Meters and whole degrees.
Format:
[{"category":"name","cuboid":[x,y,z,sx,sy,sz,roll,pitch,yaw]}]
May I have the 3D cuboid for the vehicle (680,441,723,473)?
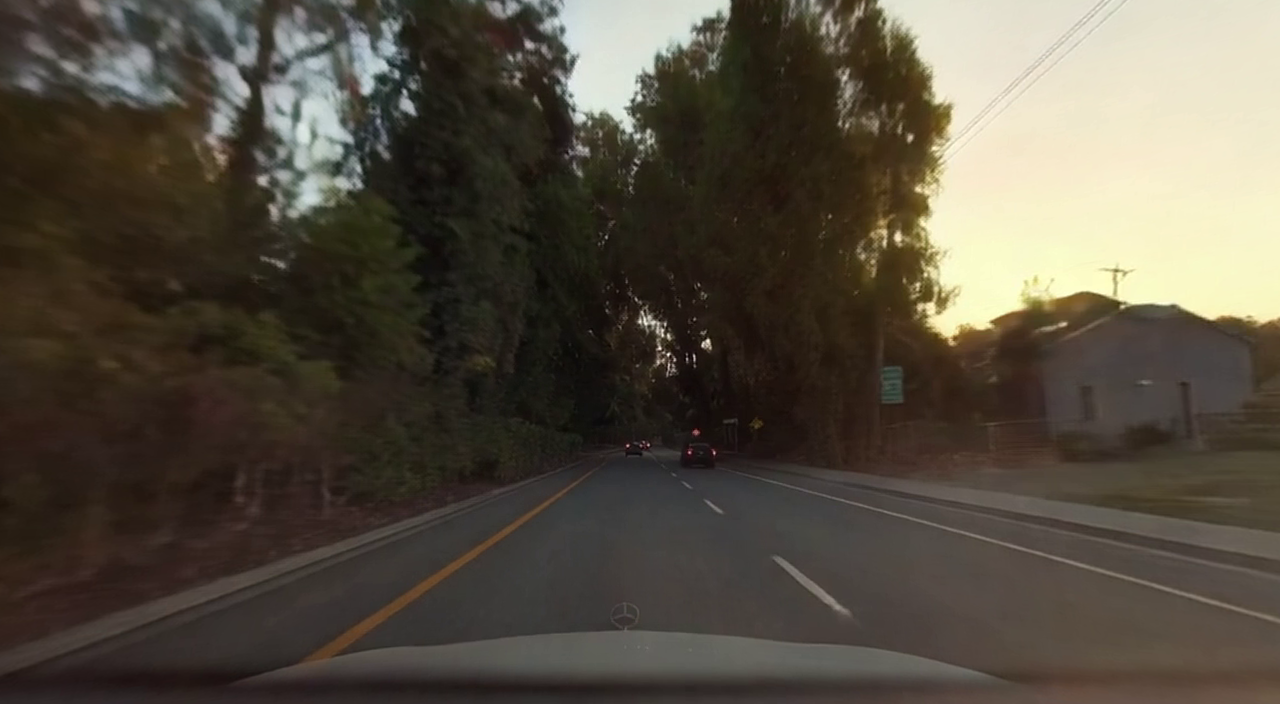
[{"category":"vehicle","cuboid":[3.358,5.788,35.163,1.888,1.640,4.044,0,-8,-2]}]
